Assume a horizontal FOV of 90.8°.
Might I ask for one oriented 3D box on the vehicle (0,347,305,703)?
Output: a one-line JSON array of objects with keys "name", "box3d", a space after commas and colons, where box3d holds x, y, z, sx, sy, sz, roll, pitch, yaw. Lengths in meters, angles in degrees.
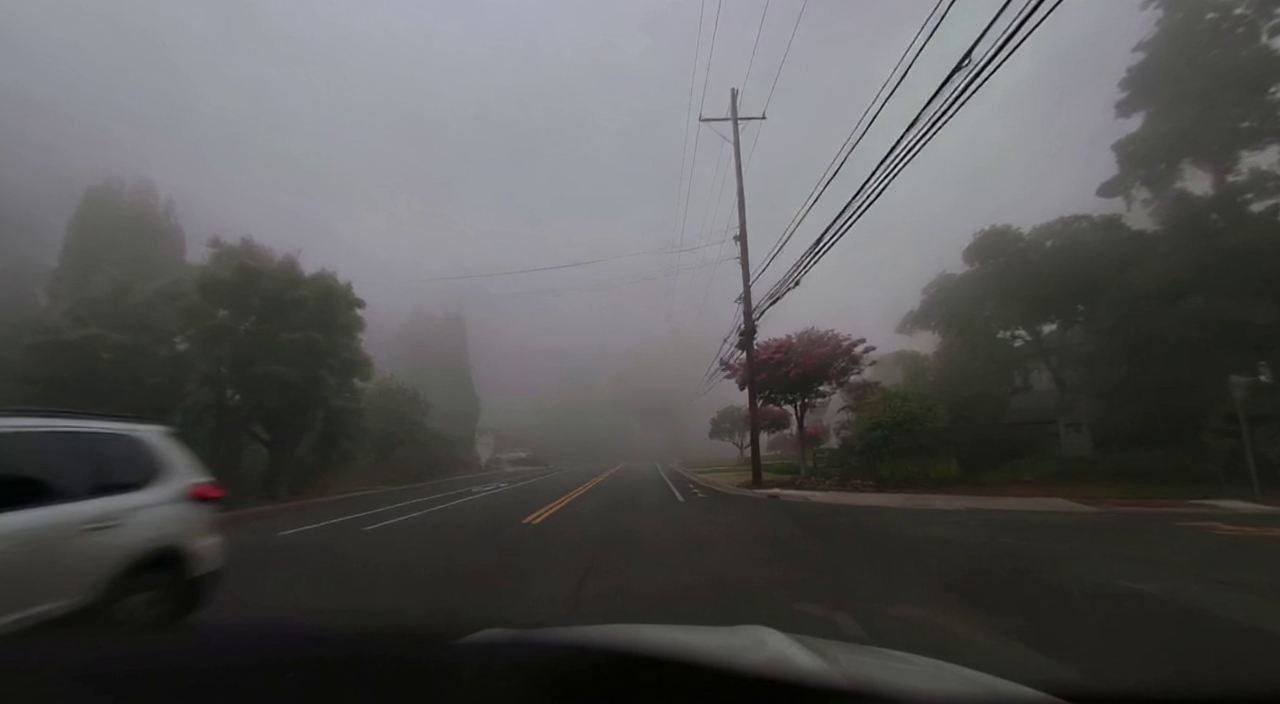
[{"name": "vehicle", "box3d": [-3.682, 0.903, 2.564, 2.097, 1.827, 4.603, 0, -9, 0]}]
